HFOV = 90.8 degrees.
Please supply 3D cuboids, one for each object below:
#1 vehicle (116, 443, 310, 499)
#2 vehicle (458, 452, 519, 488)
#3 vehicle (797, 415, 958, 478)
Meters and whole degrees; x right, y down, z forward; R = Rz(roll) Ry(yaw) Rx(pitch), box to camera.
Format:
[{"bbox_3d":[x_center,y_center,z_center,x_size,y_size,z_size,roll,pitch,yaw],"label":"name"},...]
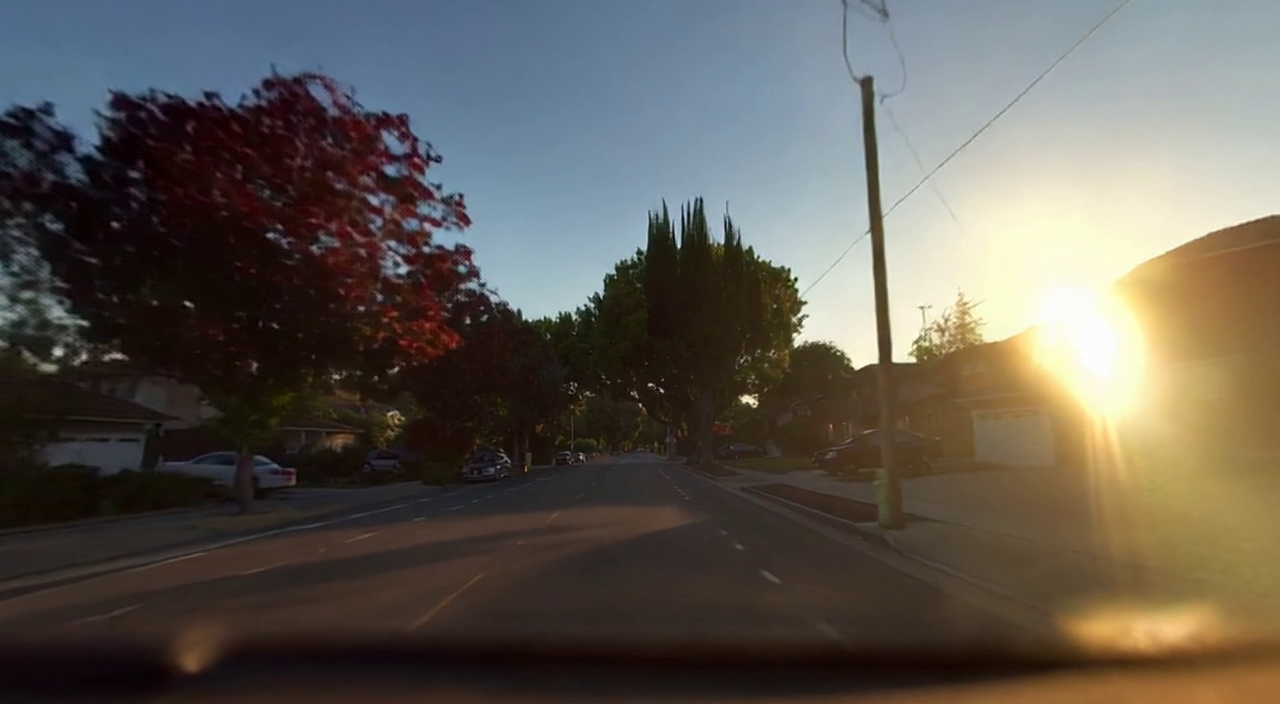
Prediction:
[{"bbox_3d":[-14.261,3.992,21.376,4.995,1.760,1.988,0,-9,-2],"label":"vehicle"},{"bbox_3d":[-7.668,6.010,32.436,1.973,1.500,4.781,-5,-9,-2],"label":"vehicle"},{"bbox_3d":[8.967,3.624,24.202,5.221,1.958,1.992,-4,-9,0],"label":"vehicle"}]
